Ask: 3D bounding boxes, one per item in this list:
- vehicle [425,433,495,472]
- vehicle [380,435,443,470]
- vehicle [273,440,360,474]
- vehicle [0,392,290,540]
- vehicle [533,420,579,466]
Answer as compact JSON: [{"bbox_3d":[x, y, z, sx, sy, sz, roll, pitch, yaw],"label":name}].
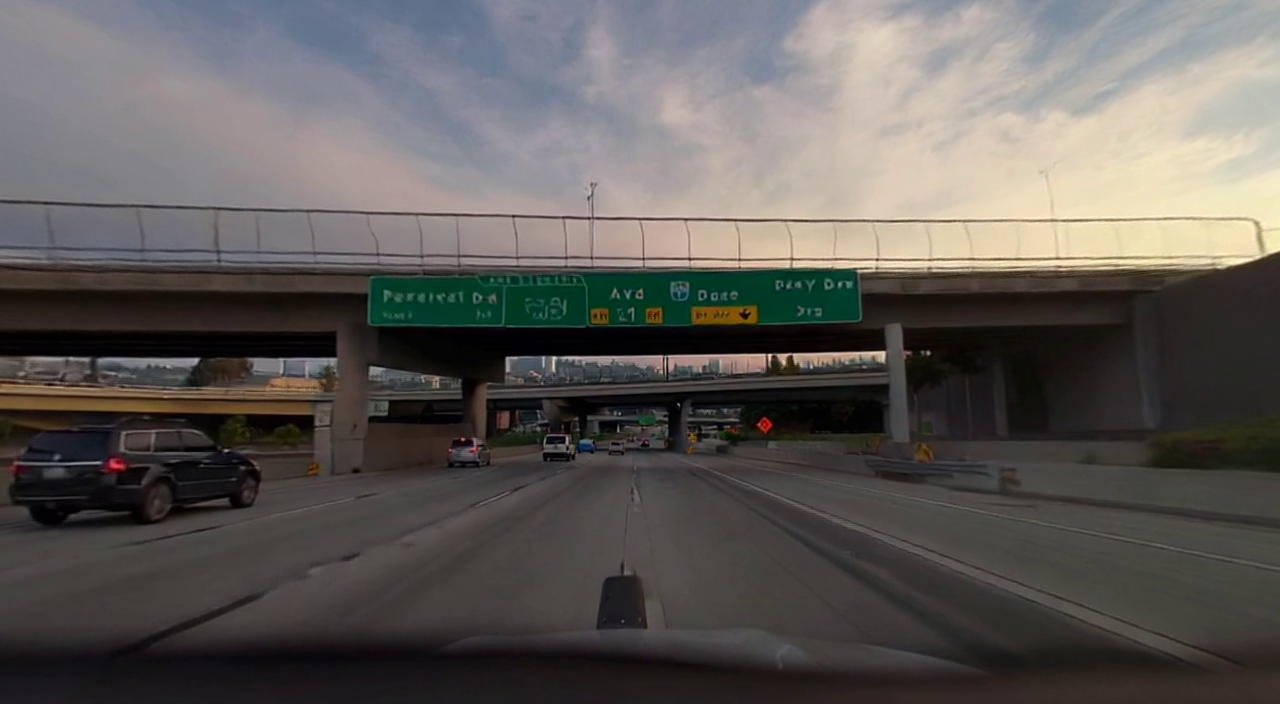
[{"bbox_3d":[-8.874,5.015,31.426,2.109,1.784,4.709,0,-9,0],"label":"vehicle"},{"bbox_3d":[-12.248,5.423,33.926,1.900,1.726,4.236,0,-9,-1],"label":"vehicle"},{"bbox_3d":[-15.459,5.021,30.303,1.863,1.499,4.455,0,-9,-1],"label":"vehicle"},{"bbox_3d":[-8.392,1.847,10.681,2.179,1.948,4.618,0,-9,-1],"label":"vehicle"},{"bbox_3d":[-5.535,6.140,42.405,2.301,2.843,6.458,0,-9,-1],"label":"vehicle"}]
